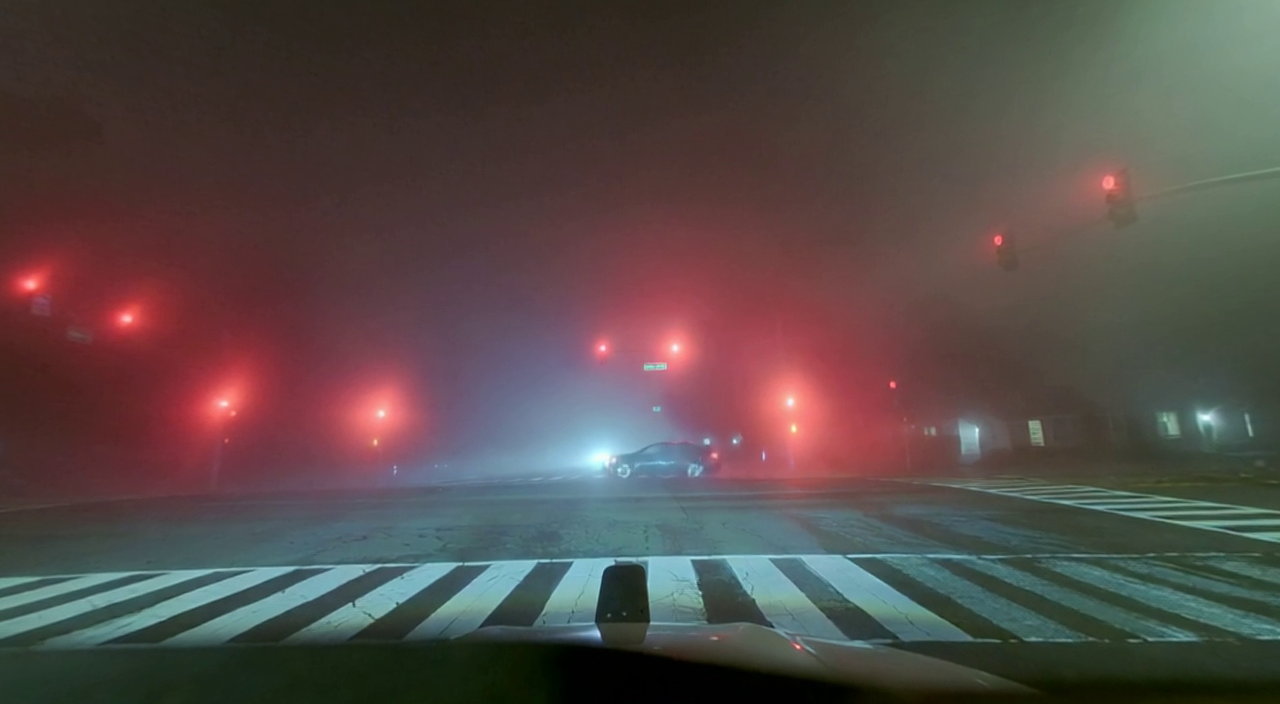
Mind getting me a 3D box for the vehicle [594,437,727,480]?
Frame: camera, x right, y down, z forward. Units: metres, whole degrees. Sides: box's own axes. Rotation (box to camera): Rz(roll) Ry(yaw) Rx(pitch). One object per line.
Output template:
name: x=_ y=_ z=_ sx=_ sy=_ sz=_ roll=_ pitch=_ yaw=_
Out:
vehicle: x=0.709 y=3.817 z=22.685 sx=4.562 sy=1.460 sz=1.822 roll=0 pitch=-8 yaw=0
